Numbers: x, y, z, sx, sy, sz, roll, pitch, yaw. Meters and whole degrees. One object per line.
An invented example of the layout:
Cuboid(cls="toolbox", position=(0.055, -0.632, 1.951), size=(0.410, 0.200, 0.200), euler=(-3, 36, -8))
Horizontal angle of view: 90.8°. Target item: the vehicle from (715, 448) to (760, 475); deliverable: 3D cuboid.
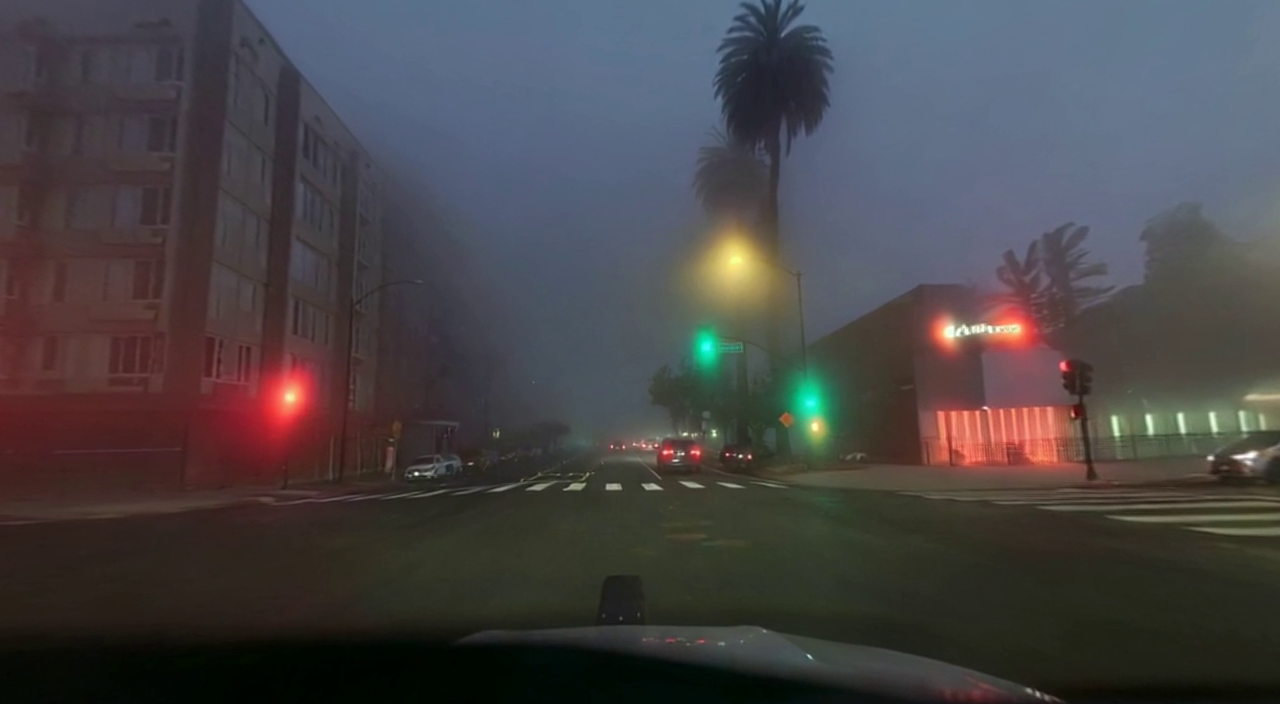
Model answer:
Cuboid(cls="vehicle", position=(5.658, 6.414, 37.295), size=(1.860, 1.479, 4.676), euler=(0, -8, -1))

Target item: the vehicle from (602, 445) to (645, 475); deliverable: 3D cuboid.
Cuboid(cls="vehicle", position=(-0.875, 5.556, 32.734), size=(2.088, 1.452, 3.993), euler=(0, -8, -2))

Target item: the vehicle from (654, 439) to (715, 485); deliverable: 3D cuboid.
Cuboid(cls="vehicle", position=(1.733, 4.500, 26.176), size=(2.003, 1.702, 4.288), euler=(0, -8, -3))

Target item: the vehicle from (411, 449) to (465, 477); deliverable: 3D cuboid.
Cuboid(cls="vehicle", position=(-13.586, 7.456, 42.799), size=(2.084, 1.747, 4.481), euler=(0, -8, 1))
